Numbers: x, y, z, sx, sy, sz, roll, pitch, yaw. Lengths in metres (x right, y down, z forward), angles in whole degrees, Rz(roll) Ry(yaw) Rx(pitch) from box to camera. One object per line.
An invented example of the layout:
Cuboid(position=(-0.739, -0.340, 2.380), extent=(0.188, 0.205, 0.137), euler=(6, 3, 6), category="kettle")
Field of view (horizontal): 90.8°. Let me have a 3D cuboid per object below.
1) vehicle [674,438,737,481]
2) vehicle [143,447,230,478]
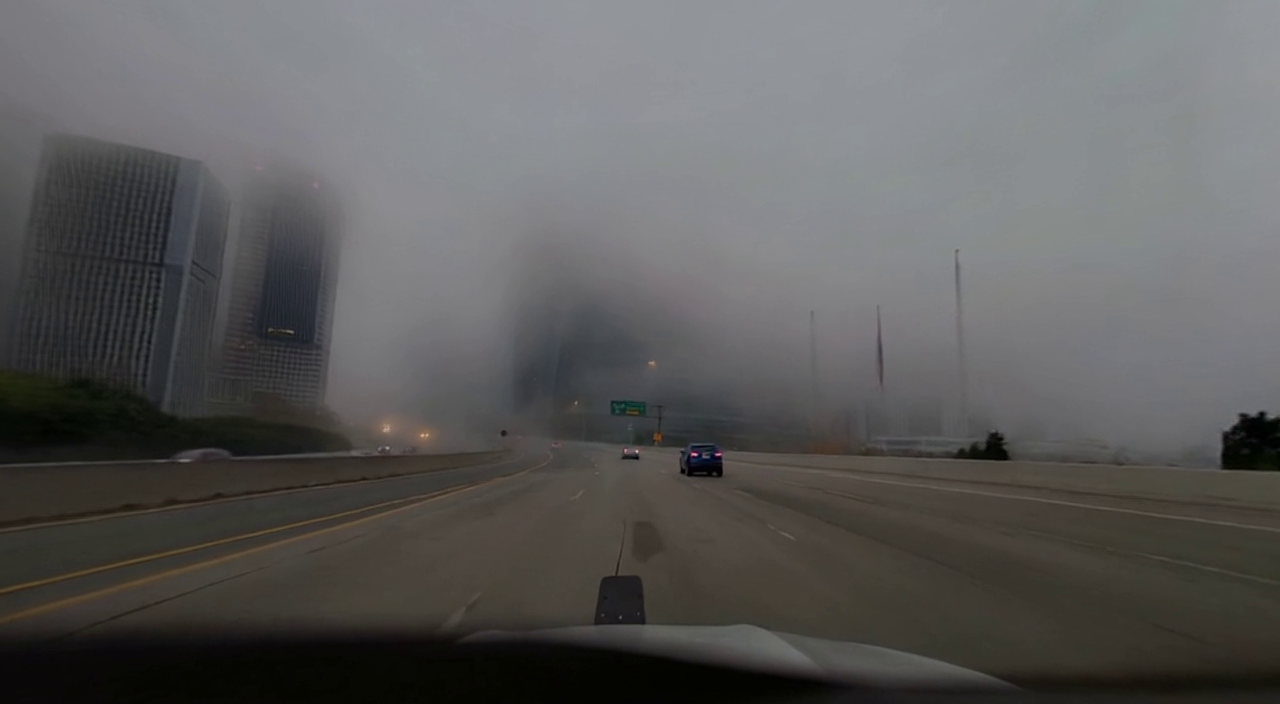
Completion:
Cuboid(position=(2.931, 4.938, 29.326), extent=(2.110, 1.780, 4.682), euler=(0, -8, -4), category="vehicle")
Cuboid(position=(-25.995, 6.331, 36.458), extent=(1.914, 1.650, 4.384), euler=(0, -8, -3), category="vehicle")
